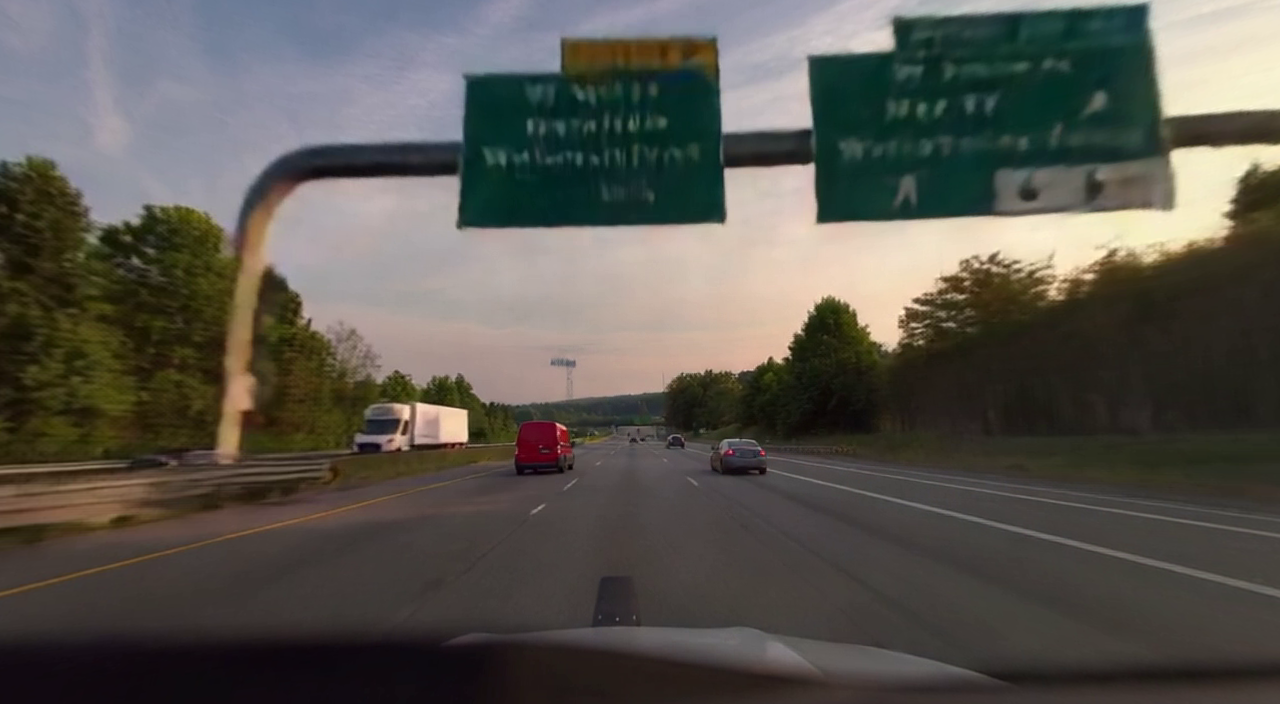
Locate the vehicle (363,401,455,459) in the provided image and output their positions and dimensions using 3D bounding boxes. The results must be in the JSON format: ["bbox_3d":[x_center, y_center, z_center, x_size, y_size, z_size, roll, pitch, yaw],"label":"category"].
[{"bbox_3d":[-16.659,5.814,46.615,2.954,3.813,10.753,0,-8,-1],"label":"vehicle"}]

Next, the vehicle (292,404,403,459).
[{"bbox_3d":[-20.900,5.851,46.117,2.990,3.561,10.471,0,-8,1],"label":"vehicle"}]

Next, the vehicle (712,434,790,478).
[{"bbox_3d":[3.914,3.738,22.980,2.020,1.464,3.803,0,-8,-2],"label":"vehicle"}]

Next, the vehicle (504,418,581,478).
[{"bbox_3d":[-3.588,3.640,24.231,2.275,2.053,5.082,0,-8,-1],"label":"vehicle"}]
